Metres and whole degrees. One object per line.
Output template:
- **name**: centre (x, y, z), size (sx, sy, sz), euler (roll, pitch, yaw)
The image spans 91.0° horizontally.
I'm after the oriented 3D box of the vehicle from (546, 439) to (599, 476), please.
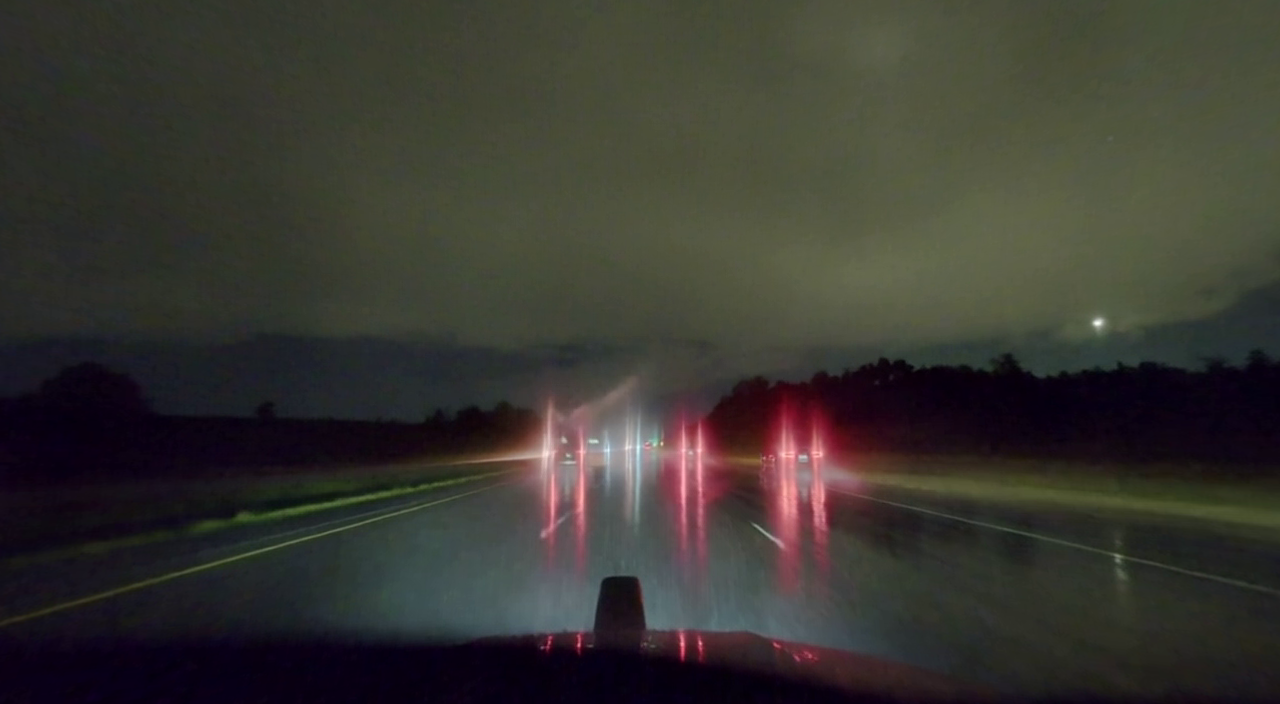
- **vehicle**: centre (-3.277, 5.218, 31.413), size (2.070, 1.707, 4.309), euler (0, -9, 1)
